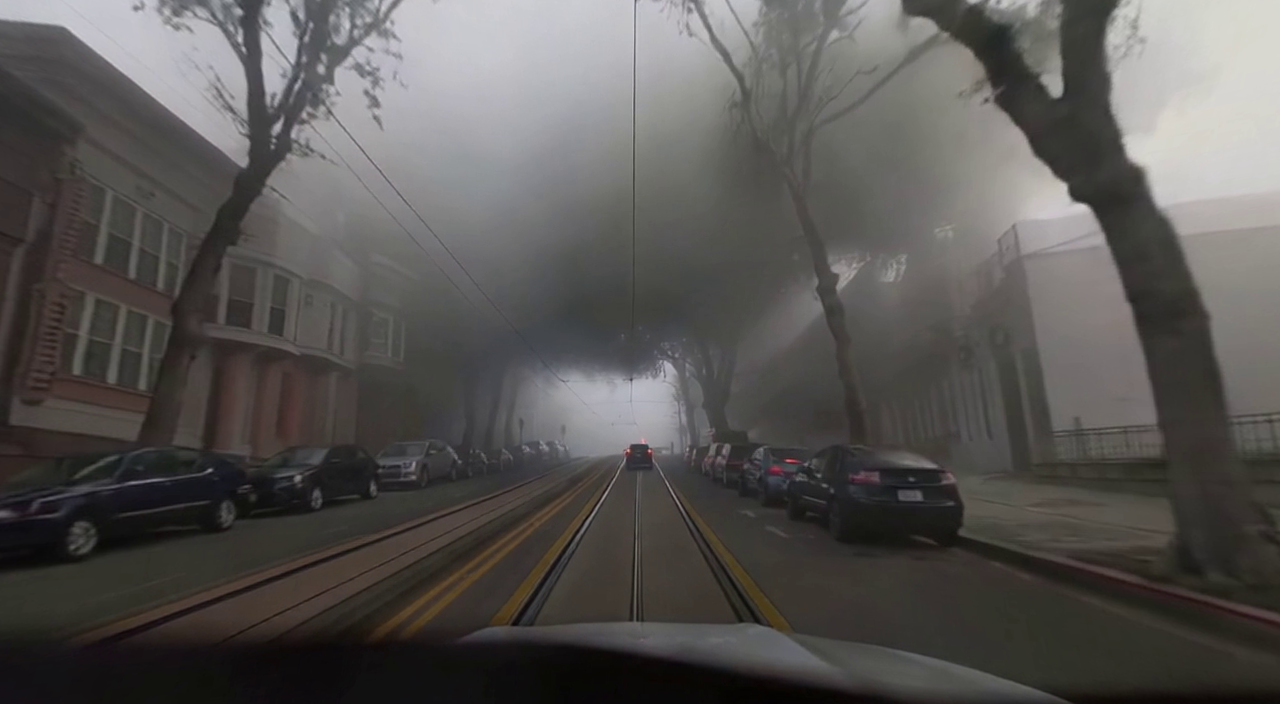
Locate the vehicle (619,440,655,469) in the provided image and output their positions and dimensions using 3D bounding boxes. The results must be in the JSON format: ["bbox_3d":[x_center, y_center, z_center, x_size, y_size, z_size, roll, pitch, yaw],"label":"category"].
[{"bbox_3d":[-0.176,5.802,35.885,1.984,1.571,3.404,0,-9,0],"label":"vehicle"}]

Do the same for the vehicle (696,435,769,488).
[{"bbox_3d":[3.825,4.622,27.416,2.242,2.000,6.340,1,-8,0],"label":"vehicle"}]

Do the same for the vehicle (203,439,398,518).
[{"bbox_3d":[-7.374,2.771,14.437,1.833,1.477,4.851,0,-9,-1],"label":"vehicle"}]

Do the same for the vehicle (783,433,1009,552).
[{"bbox_3d":[3.878,2.181,10.546,1.890,1.559,4.281,0,-9,-1],"label":"vehicle"}]

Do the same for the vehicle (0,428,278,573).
[{"bbox_3d":[-7.319,1.958,8.926,1.756,1.492,4.426,2,-10,-1],"label":"vehicle"}]

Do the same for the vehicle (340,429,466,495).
[{"bbox_3d":[-7.294,3.448,20.146,2.049,1.821,5.066,0,-9,0],"label":"vehicle"}]
